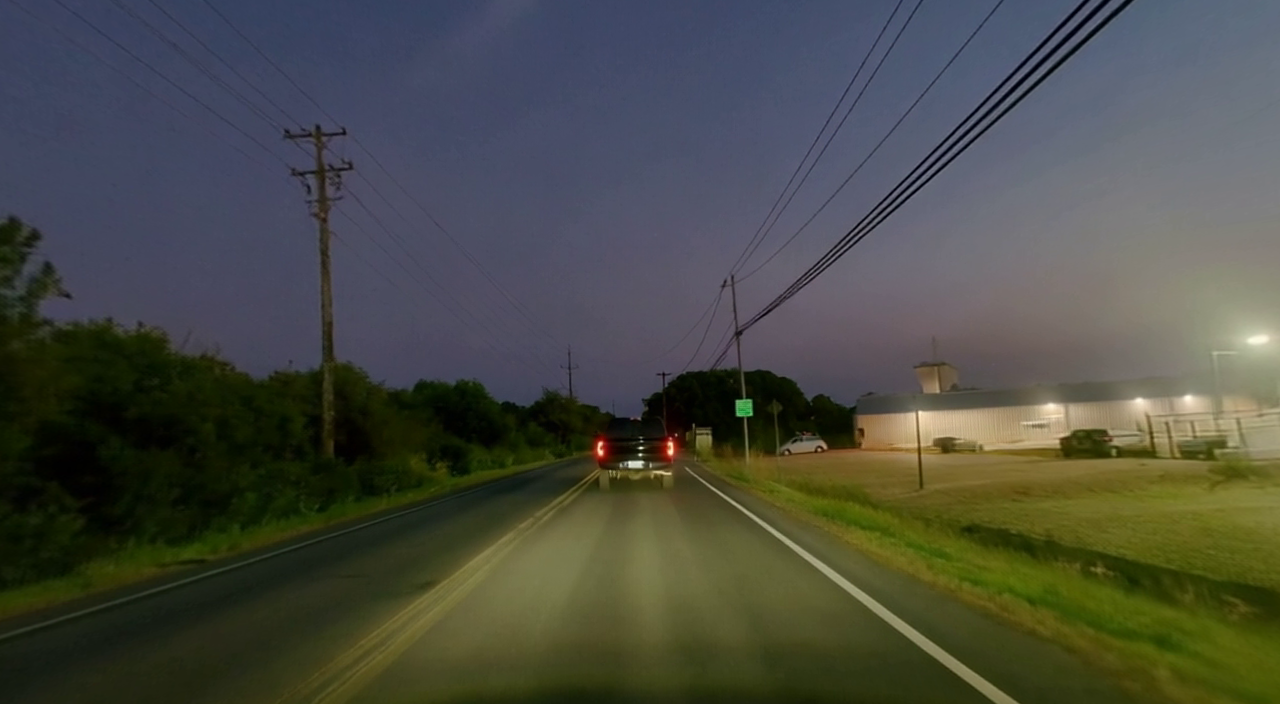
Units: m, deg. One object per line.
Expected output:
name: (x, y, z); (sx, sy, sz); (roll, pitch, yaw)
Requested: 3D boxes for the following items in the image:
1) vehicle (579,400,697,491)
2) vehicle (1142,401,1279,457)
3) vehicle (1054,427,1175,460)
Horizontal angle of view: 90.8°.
vehicle: (-0.099, 2.942, 19.954); (3.021, 2.326, 7.410); (0, -8, -1)
vehicle: (33.638, 4.549, 36.604); (2.581, 2.932, 6.340); (4, -9, -27)
vehicle: (31.411, 6.134, 42.186); (2.323, 2.002, 6.310); (2, -9, -13)
